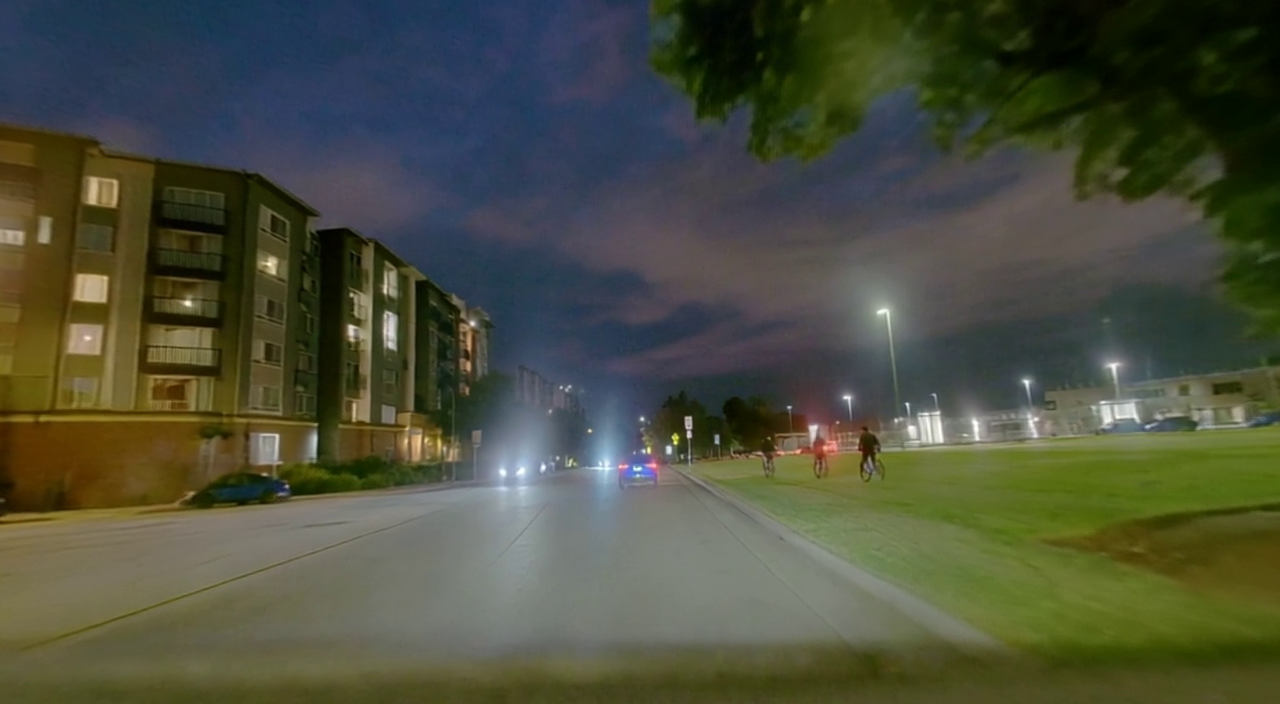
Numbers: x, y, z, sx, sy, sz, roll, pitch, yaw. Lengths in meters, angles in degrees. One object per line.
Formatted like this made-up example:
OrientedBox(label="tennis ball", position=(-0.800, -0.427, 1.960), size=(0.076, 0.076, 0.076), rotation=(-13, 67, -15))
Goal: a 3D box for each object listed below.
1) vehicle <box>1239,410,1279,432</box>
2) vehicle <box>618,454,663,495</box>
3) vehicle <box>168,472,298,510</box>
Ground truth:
OrientedBox(label="vehicle", position=(49.230, 5.363, 48.801), size=(4.294, 1.638, 1.998), rotation=(2, -9, -15))
OrientedBox(label="vehicle", position=(0.034, 4.431, 22.945), size=(1.559, 1.351, 2.452), rotation=(-1, -10, 1))
OrientedBox(label="vehicle", position=(-18.935, 6.416, 29.475), size=(2.116, 1.409, 4.607), rotation=(-8, -12, 43))
